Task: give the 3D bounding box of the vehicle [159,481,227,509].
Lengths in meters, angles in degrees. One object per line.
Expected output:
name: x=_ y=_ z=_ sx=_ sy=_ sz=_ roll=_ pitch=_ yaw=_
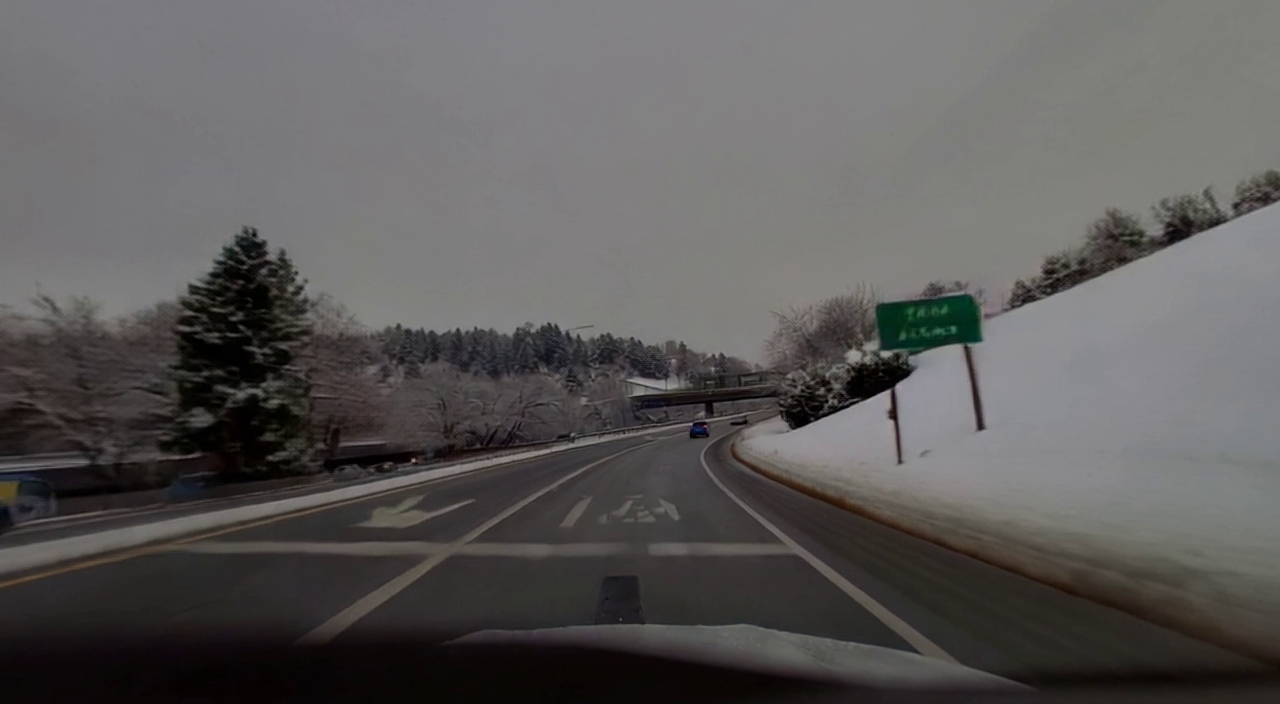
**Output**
vehicle: x=-34.282 y=10.981 z=48.579 sx=1.996 sy=1.752 sz=4.503 roll=0 pitch=-9 yaw=-2
